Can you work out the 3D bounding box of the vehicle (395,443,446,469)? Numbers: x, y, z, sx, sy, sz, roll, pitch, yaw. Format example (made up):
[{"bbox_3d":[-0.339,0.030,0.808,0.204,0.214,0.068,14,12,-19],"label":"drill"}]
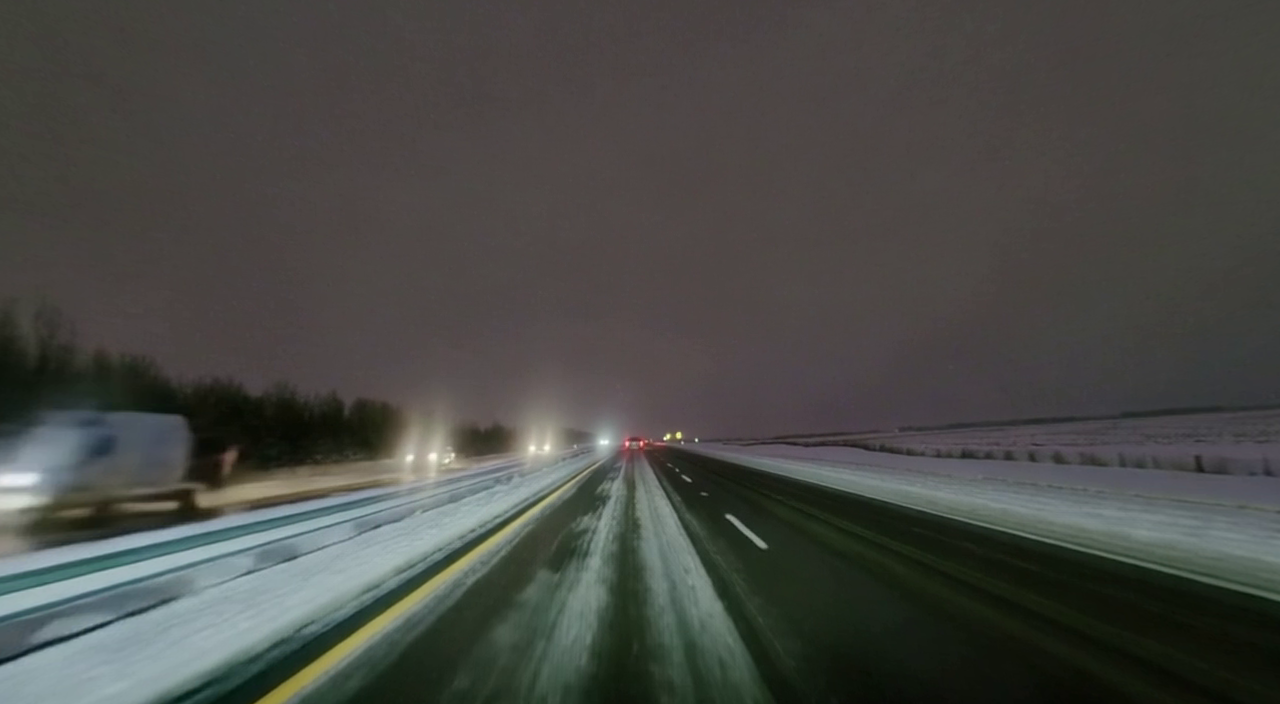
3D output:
[{"bbox_3d":[-12.878,6.111,37.237,1.748,1.440,3.680,0,-8,-1],"label":"vehicle"}]

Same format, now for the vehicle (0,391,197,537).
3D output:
[{"bbox_3d":[-12.749,2.244,13.067,2.304,2.610,6.728,0,-8,-1],"label":"vehicle"}]
